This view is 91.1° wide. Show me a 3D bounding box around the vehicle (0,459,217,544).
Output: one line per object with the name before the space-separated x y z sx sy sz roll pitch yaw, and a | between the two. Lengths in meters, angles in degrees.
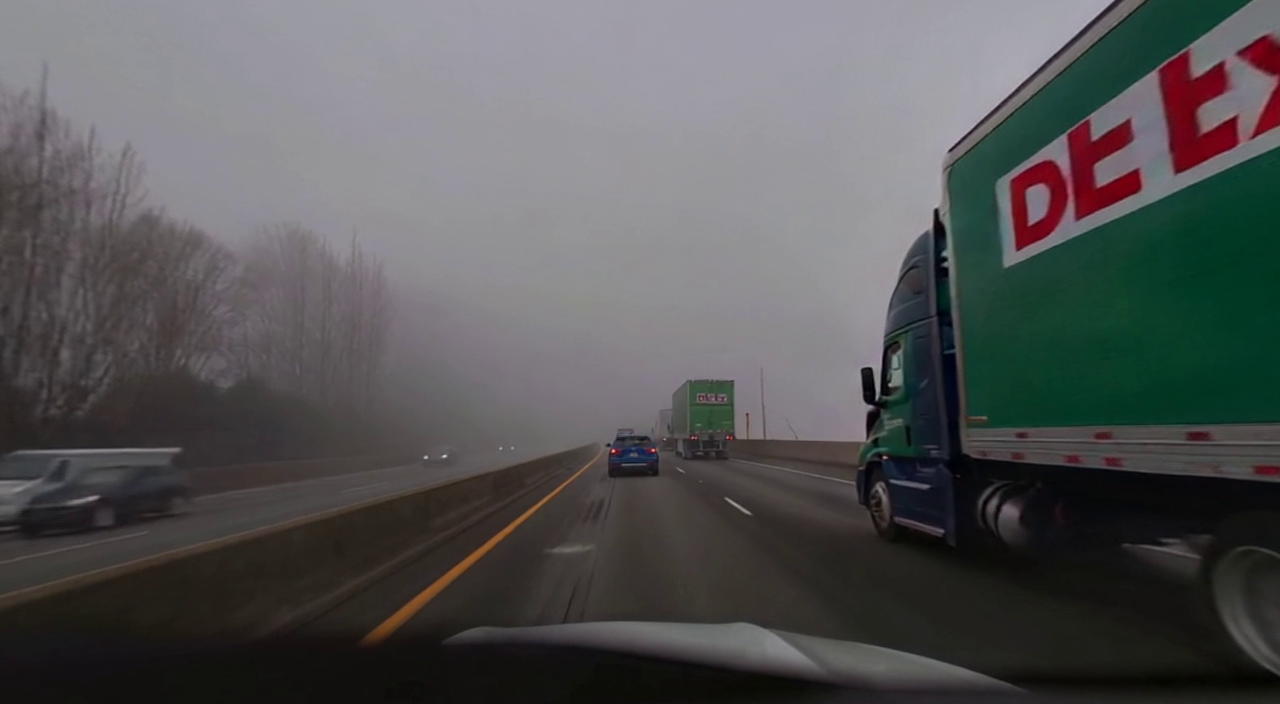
vehicle | -12.760 3.513 15.388 2.066 1.614 4.246 0 -8 -4

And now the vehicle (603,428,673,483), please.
vehicle | -0.128 3.297 20.394 2.062 1.581 3.914 0 -8 -2

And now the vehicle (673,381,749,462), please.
vehicle | 3.615 3.943 34.613 2.835 3.872 8.916 0 -8 -2
